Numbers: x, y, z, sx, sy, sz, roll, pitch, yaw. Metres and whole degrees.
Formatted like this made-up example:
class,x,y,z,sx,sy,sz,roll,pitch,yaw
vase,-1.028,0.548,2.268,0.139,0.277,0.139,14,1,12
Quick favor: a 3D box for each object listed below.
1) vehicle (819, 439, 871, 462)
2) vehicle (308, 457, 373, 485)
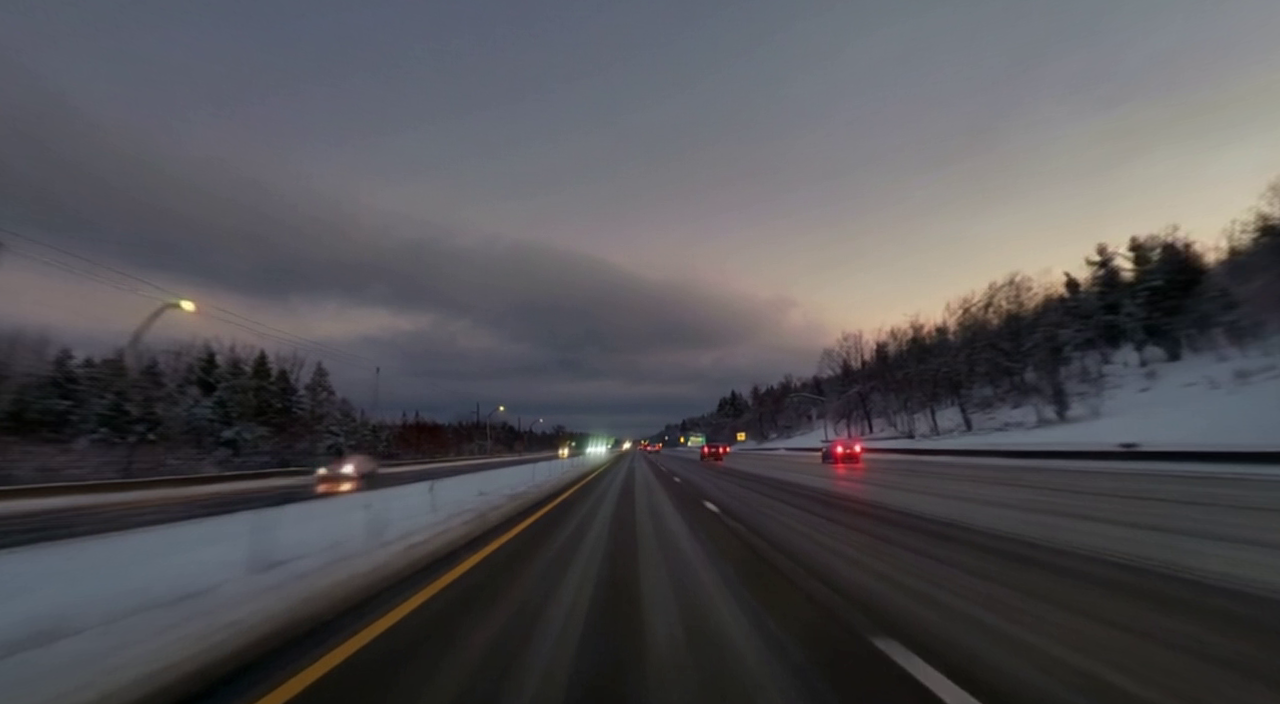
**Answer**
class,x,y,z,sx,sy,sz,roll,pitch,yaw
vehicle,14.590,7.049,45.108,2.089,1.484,4.573,0,-8,-1
vehicle,-18.662,7.390,39.404,1.897,1.515,4.506,-2,-8,0
